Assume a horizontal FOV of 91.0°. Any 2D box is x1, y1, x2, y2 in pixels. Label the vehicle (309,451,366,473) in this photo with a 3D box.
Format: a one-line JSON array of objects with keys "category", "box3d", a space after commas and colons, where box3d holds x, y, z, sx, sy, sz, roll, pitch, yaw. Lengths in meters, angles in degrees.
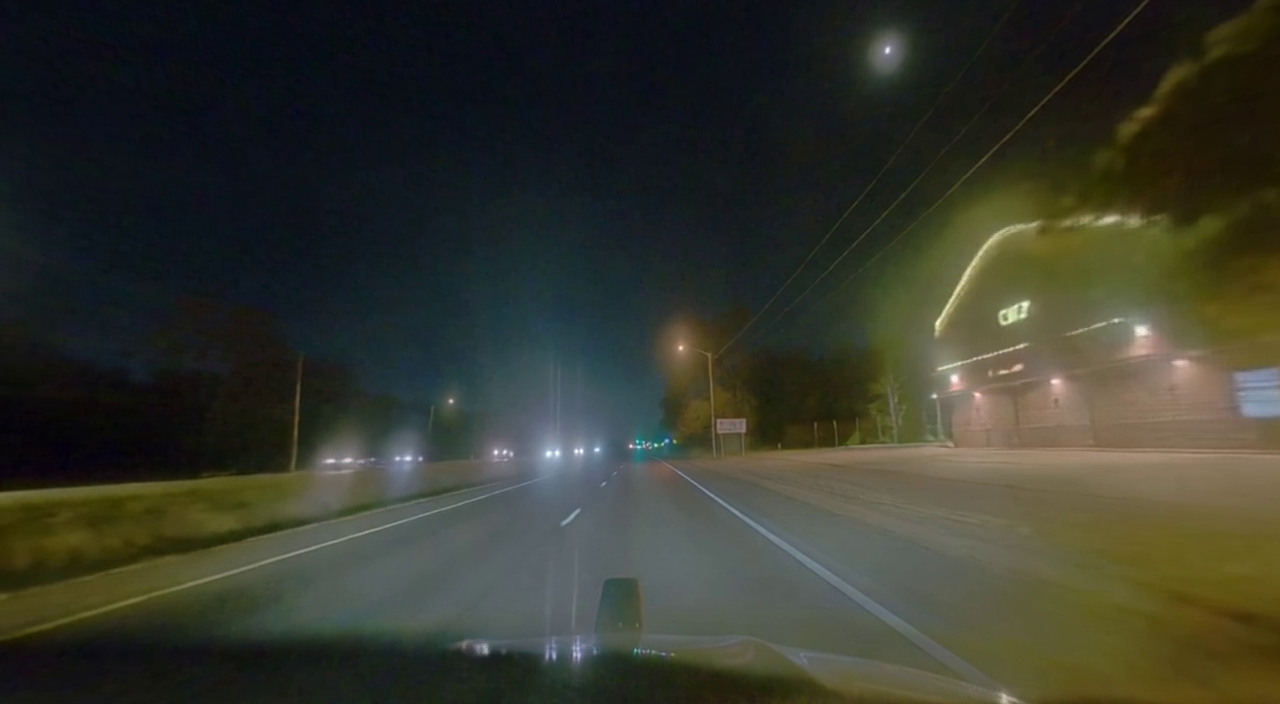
[{"category": "vehicle", "box3d": [-20.573, 7.476, 43.014, 1.871, 1.460, 4.134, 0, -9, 0]}]
